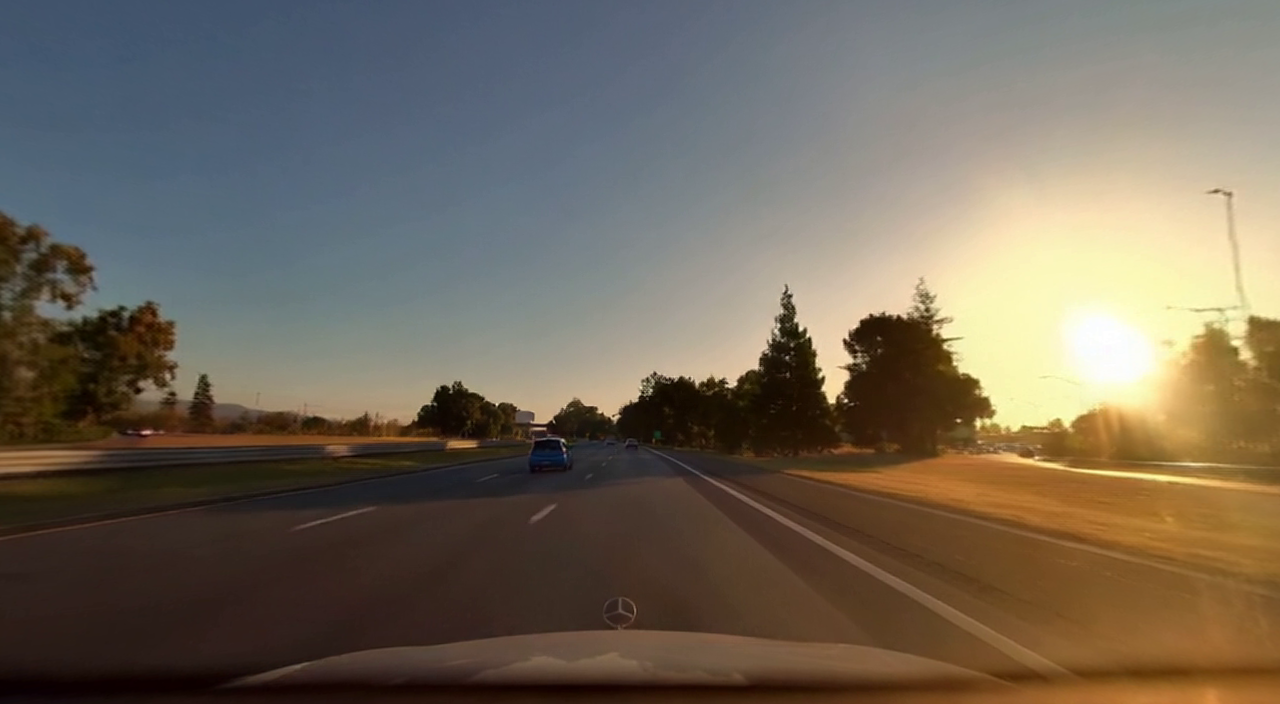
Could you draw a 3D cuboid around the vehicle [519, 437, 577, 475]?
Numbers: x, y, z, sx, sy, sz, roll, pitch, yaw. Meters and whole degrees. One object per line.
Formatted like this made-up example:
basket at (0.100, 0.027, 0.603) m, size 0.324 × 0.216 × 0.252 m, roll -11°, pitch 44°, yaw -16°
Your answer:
vehicle at (-4.015, 4.601, 28.119) m, size 2.008 × 1.567 × 3.959 m, roll 0°, pitch -8°, yaw 0°
